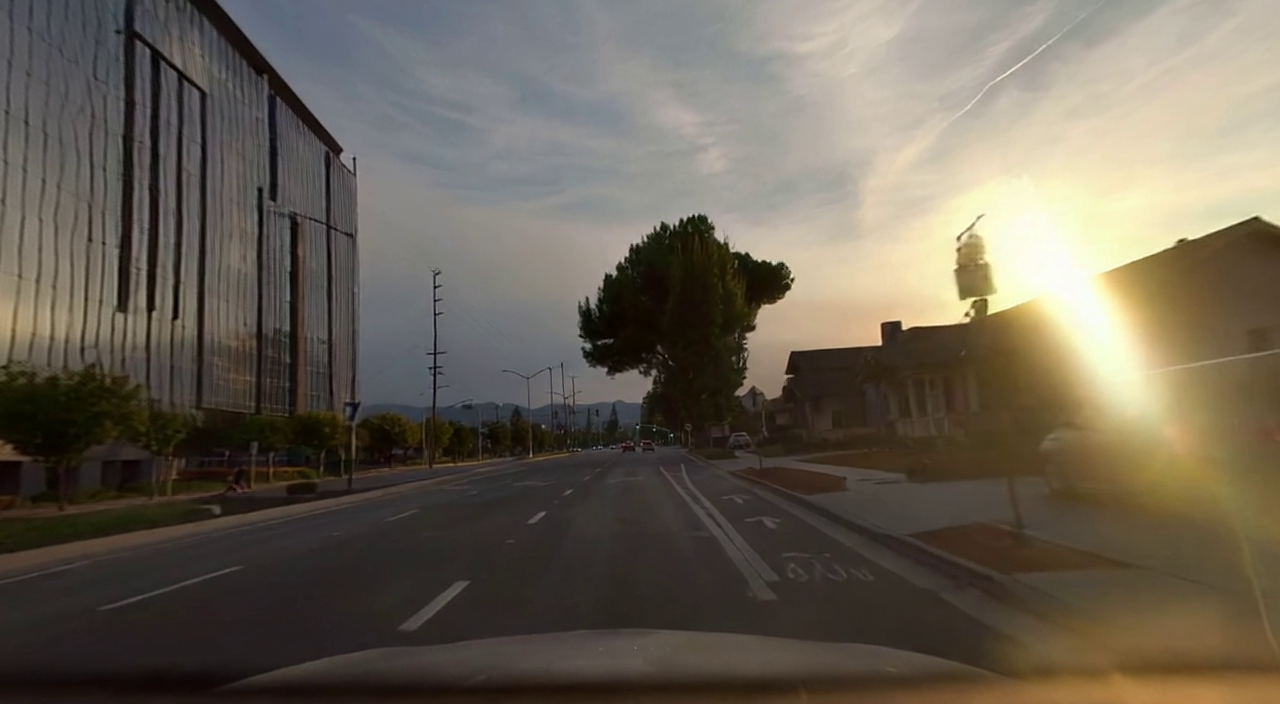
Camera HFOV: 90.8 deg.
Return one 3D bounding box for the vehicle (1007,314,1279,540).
[{"bbox_3d":[6.660,0.921,7.274,2.038,1.941,4.943,0,-8,2],"label":"vehicle"}]
